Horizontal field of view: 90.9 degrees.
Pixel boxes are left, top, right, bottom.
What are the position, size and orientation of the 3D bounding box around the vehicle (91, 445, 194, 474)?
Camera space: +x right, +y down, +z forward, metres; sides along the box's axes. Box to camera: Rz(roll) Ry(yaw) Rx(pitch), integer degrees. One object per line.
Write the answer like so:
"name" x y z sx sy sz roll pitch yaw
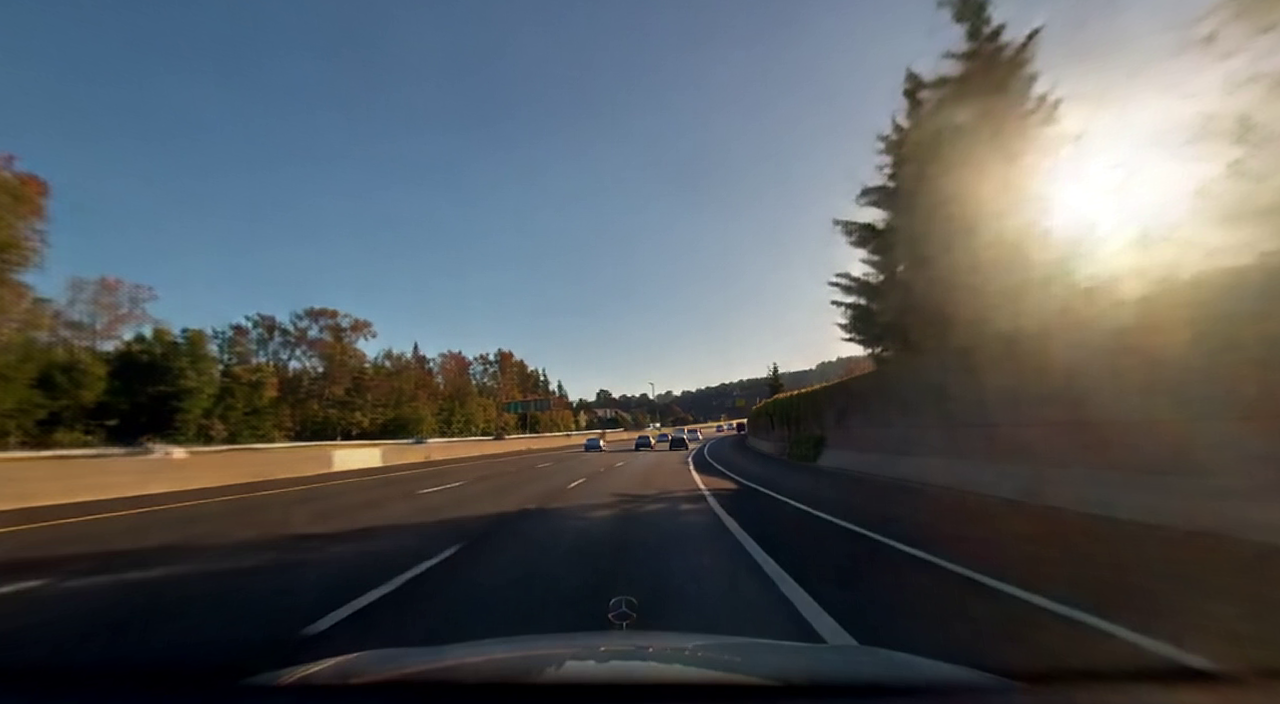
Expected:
"vehicle" -28.209 6.079 35.996 1.819 1.484 4.739 -1 -8 4
